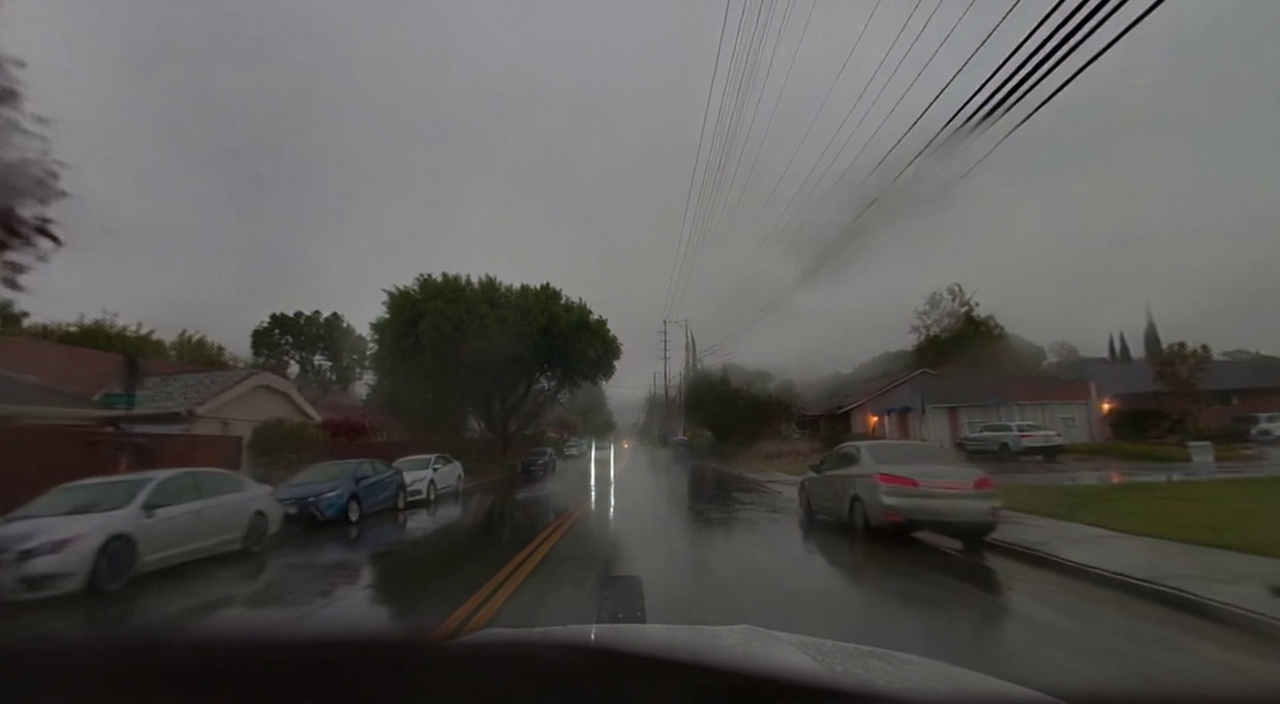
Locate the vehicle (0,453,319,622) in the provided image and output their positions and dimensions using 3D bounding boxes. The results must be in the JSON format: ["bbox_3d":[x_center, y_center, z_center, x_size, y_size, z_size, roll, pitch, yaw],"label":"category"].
[{"bbox_3d":[-6.111,2.137,8.191,1.813,1.447,4.437,-4,-8,-3],"label":"vehicle"}]

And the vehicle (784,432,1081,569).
[{"bbox_3d":[3.778,2.004,9.436,2.108,1.493,4.878,0,-9,0],"label":"vehicle"}]

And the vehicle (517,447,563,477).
[{"bbox_3d":[-6.152,6.787,39.339,2.055,1.666,4.168,-2,-9,1],"label":"vehicle"}]

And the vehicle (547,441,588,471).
[{"bbox_3d":[-5.669,8.197,49.936,2.200,2.052,5.675,-4,-9,2],"label":"vehicle"}]

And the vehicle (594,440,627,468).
[{"bbox_3d":[-2.257,8.009,49.709,2.154,2.051,4.571,-2,-9,3],"label":"vehicle"}]
